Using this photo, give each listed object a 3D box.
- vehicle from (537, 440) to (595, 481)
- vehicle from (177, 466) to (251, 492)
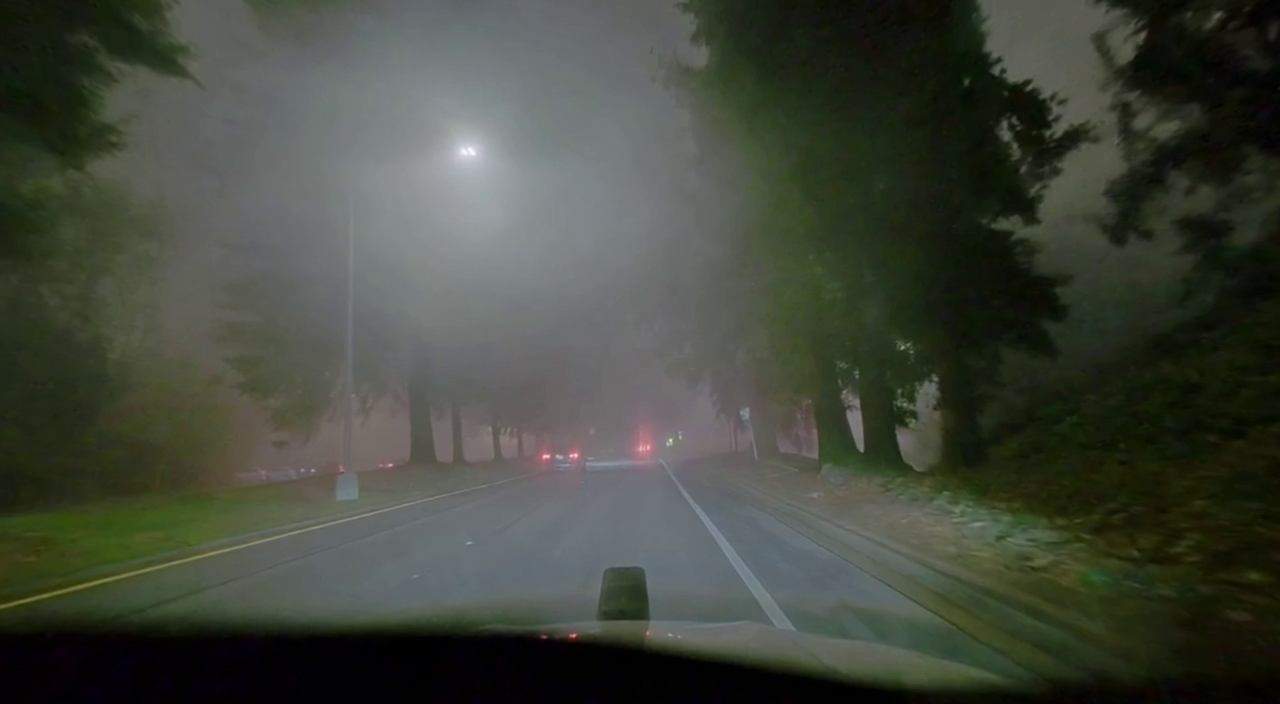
[{"bbox_3d":[-3.324,4.968,29.171,2.016,1.694,4.335,0,-8,1],"label":"vehicle"},{"bbox_3d":[-29.491,8.779,43.828,1.912,1.475,4.918,0,-8,-3],"label":"vehicle"}]
